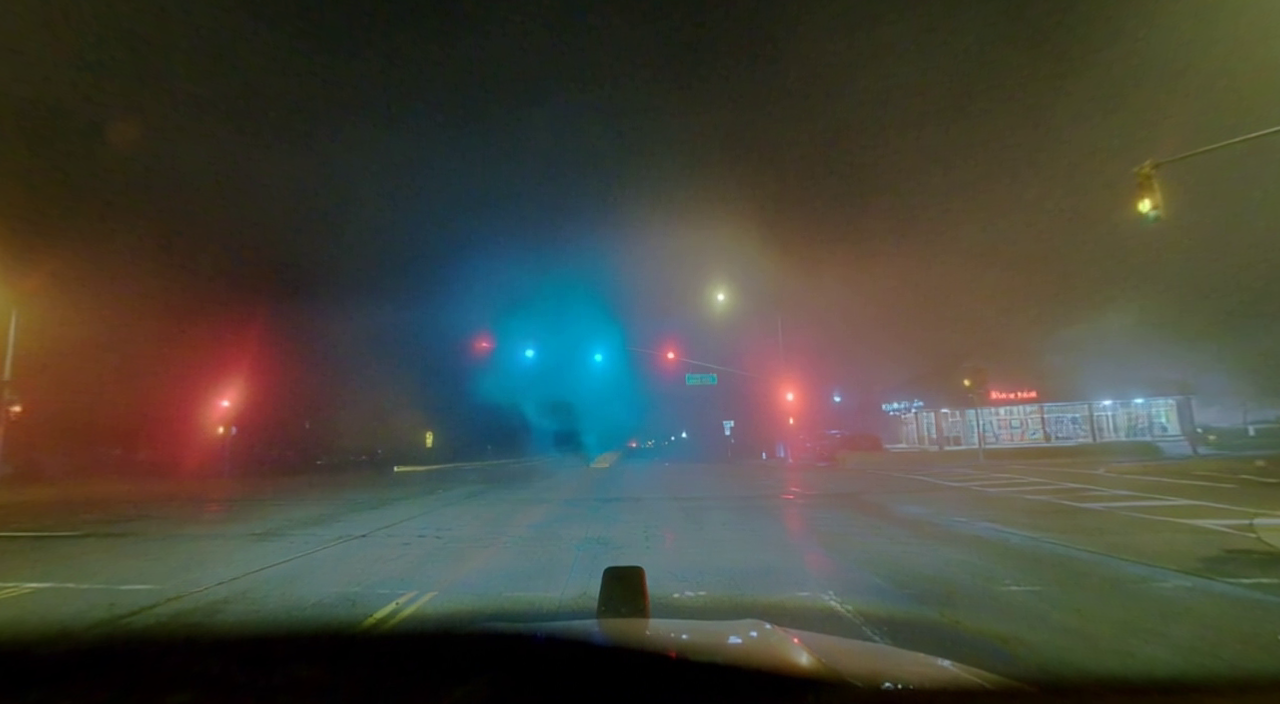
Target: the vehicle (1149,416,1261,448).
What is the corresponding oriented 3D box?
[{"bbox_3d":[28.259,4.075,31.724,1.799,1.459,4.266,0,-8,3],"label":"vehicle"}]
